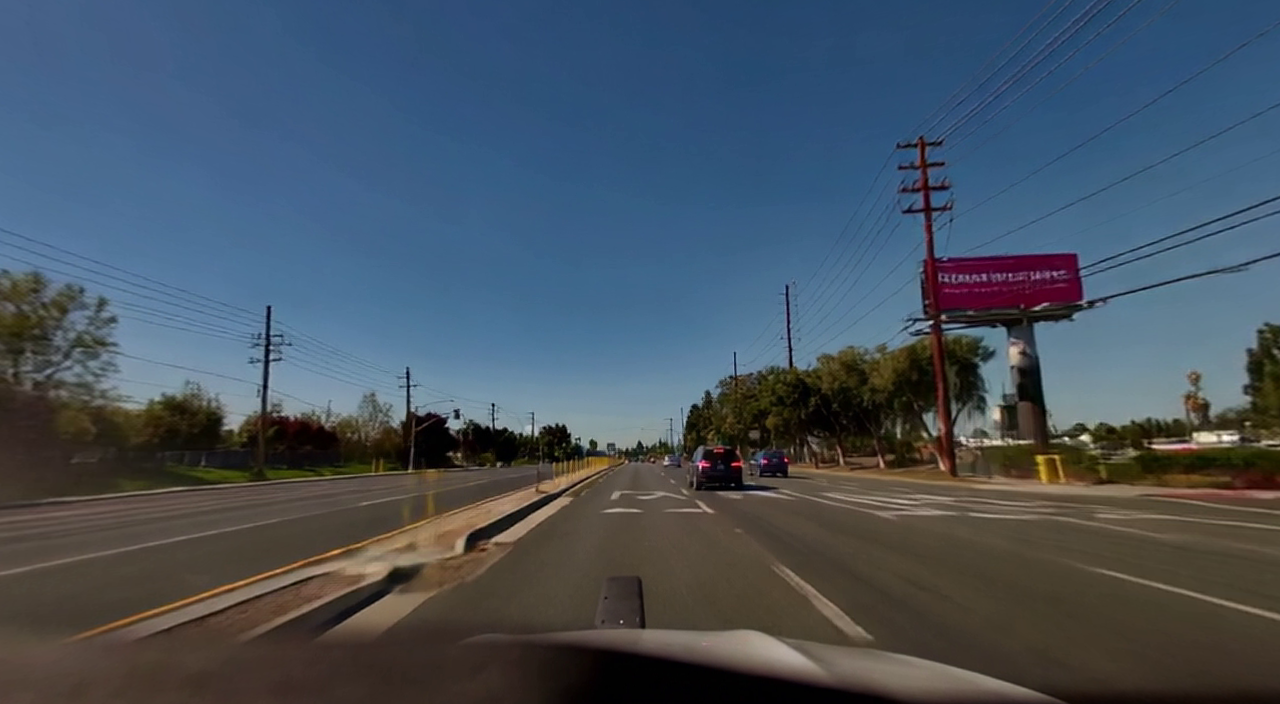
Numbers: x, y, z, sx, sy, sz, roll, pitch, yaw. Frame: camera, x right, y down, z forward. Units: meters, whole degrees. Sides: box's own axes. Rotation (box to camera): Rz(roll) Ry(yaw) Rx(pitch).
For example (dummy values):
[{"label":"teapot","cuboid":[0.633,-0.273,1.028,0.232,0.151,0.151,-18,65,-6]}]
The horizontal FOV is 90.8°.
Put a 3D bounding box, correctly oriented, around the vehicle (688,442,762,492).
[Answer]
[{"label":"vehicle","cuboid":[3.029,4.216,23.415,2.078,1.668,4.078,0,-9,-1]}]
